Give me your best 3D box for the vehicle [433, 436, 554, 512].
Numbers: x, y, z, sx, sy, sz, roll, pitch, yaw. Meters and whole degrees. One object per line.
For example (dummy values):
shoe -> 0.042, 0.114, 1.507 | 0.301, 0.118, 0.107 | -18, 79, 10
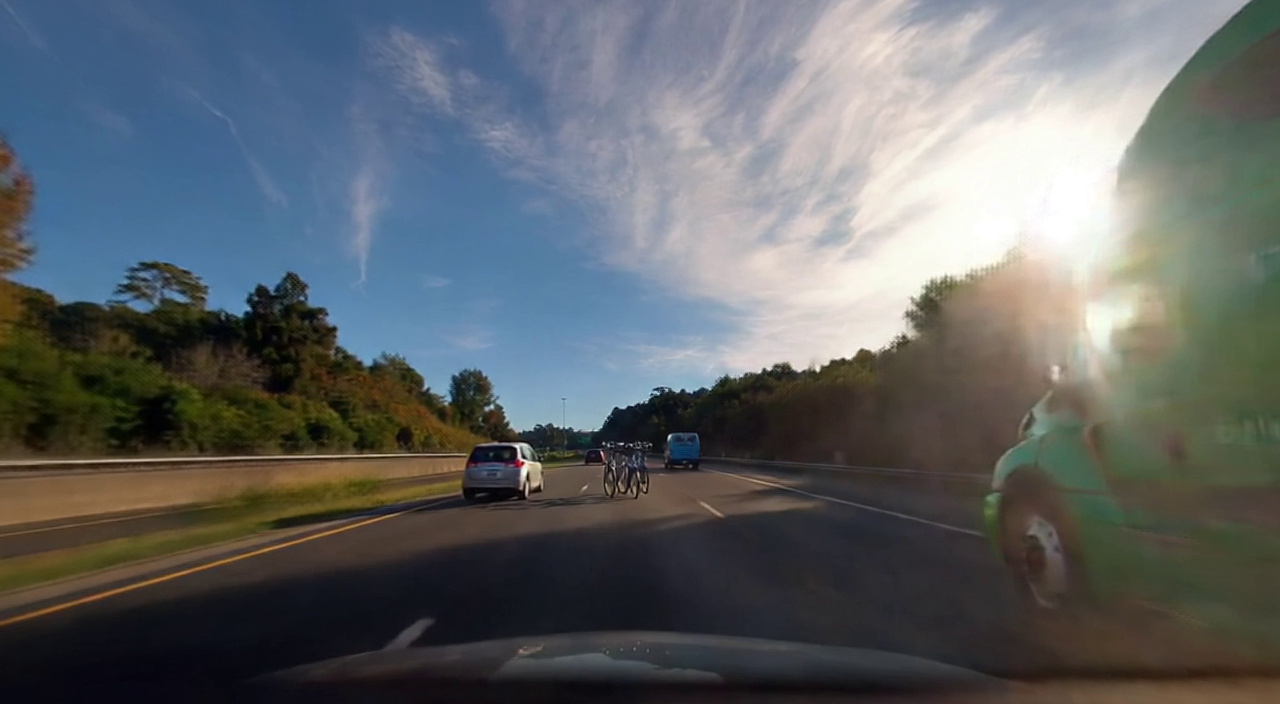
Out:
vehicle -> -3.578, 3.090, 16.392 | 1.985, 1.671, 4.604 | 0, -9, 0

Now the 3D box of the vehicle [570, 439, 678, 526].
vehicle -> -0.291, 2.672, 13.348 | 1.973, 1.574, 3.426 | 0, -9, 0

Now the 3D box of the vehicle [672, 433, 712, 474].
vehicle -> 3.513, 7.034, 43.745 | 2.234, 2.679, 5.372 | 0, -9, -1
